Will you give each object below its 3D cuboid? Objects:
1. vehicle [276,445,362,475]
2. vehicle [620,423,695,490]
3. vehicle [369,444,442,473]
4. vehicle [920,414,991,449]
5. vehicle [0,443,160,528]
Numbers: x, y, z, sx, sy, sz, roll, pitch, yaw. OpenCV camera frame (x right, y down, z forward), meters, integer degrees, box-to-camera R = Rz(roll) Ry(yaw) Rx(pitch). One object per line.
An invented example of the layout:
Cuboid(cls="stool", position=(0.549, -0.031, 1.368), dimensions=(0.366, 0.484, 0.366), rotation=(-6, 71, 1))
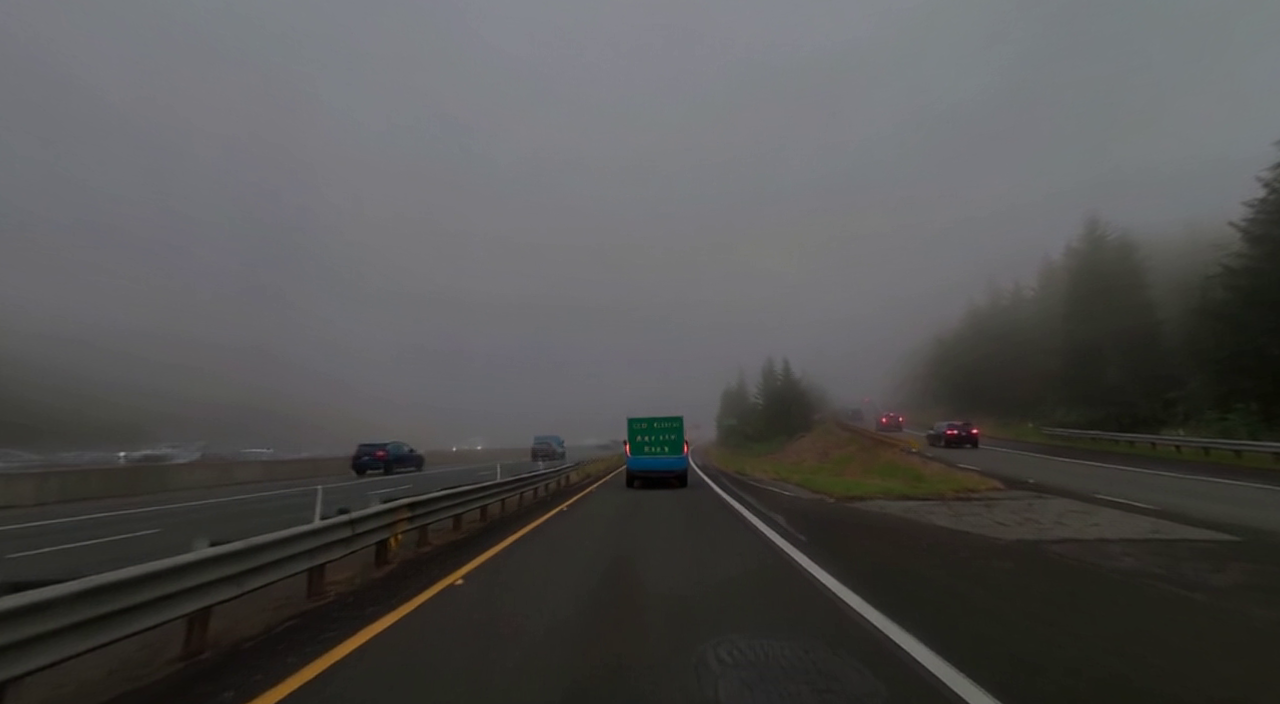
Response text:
Cuboid(cls="vehicle", position=(-16.700, 5.605, 33.102), dimensions=(1.825, 1.437, 4.692), rotation=(-1, -8, 3))
Cuboid(cls="vehicle", position=(0.497, 3.203, 19.701), dimensions=(2.043, 1.821, 4.558), rotation=(-1, -8, 1))
Cuboid(cls="vehicle", position=(-12.505, 5.683, 33.975), dimensions=(1.918, 1.451, 4.668), rotation=(-1, -8, 4))
Cuboid(cls="vehicle", position=(16.429, 4.224, 33.107), dimensions=(2.098, 1.654, 4.637), rotation=(-2, -8, 11))
Cuboid(cls="vehicle", position=(-12.791, 2.674, 12.995), dimensions=(1.958, 1.545, 4.588), rotation=(-1, -8, 4))
